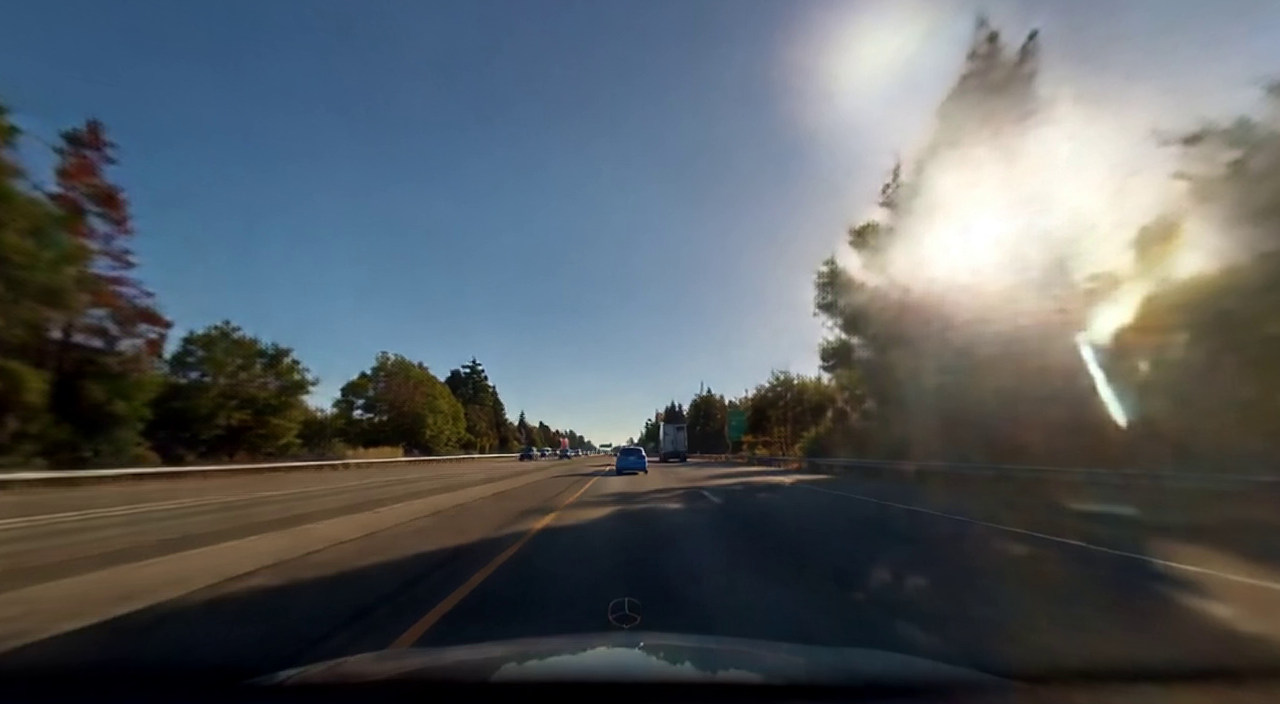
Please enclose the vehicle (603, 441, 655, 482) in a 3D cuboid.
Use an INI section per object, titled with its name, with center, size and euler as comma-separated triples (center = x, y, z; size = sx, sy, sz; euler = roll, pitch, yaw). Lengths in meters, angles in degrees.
[vehicle]
center = -0.482, 4.951, 28.771
size = 2.190, 1.706, 4.062
euler = 0, -9, -1
